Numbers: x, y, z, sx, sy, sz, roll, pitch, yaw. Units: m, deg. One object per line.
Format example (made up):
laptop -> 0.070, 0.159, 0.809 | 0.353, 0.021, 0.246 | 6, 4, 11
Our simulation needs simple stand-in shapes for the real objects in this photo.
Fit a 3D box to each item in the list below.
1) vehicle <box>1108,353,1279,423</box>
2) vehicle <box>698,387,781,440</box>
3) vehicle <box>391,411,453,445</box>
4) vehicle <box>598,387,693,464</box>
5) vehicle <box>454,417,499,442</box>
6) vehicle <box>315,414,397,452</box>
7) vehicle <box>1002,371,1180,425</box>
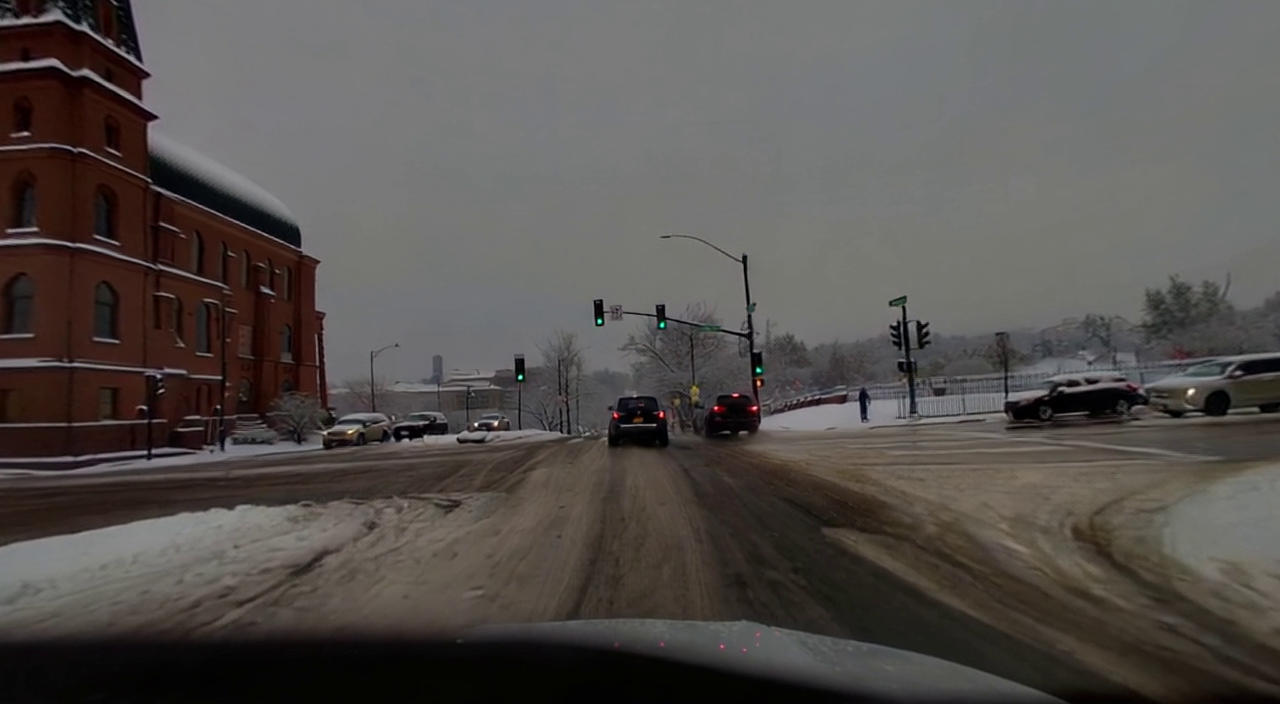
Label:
vehicle -> 17.091, 1.087, 18.828 | 4.512, 1.734, 2.143 | -4, -7, -2
vehicle -> 3.457, 2.255, 22.955 | 2.080, 1.735, 4.650 | 0, -6, -3
vehicle -> -12.396, 4.389, 36.231 | 2.069, 1.790, 4.358 | 1, -8, -1
vehicle -> 0.034, 1.848, 16.611 | 2.168, 1.776, 4.135 | 0, -4, -3
vehicle -> -11.991, 5.760, 46.651 | 2.170, 1.746, 4.565 | 0, -8, -1
vehicle -> -15.339, 4.448, 34.526 | 1.969, 1.896, 5.404 | 1, -8, -1
vehicle -> 15.344, 1.588, 21.678 | 4.488, 1.475, 2.083 | -4, -5, -2
